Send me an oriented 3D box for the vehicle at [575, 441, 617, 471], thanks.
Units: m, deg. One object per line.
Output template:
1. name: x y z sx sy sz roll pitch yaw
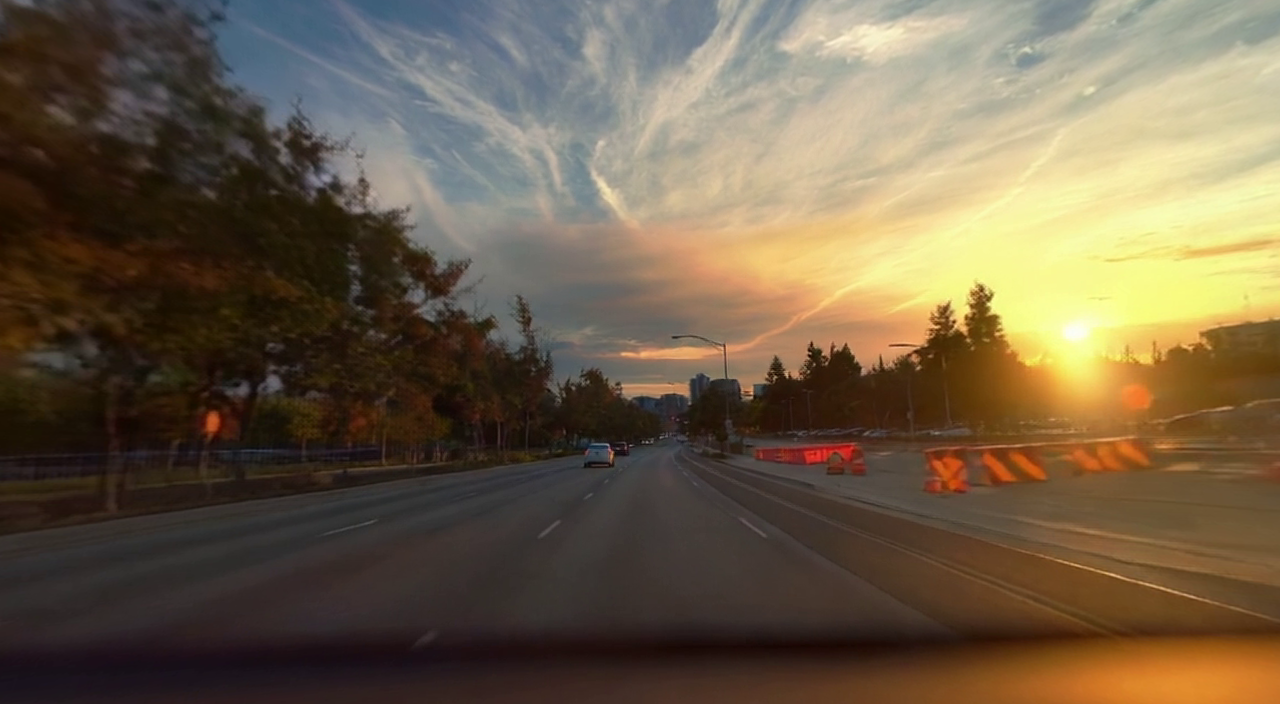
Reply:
1. vehicle: -2.539 6.113 37.473 2.121 1.654 3.993 0 -8 1
